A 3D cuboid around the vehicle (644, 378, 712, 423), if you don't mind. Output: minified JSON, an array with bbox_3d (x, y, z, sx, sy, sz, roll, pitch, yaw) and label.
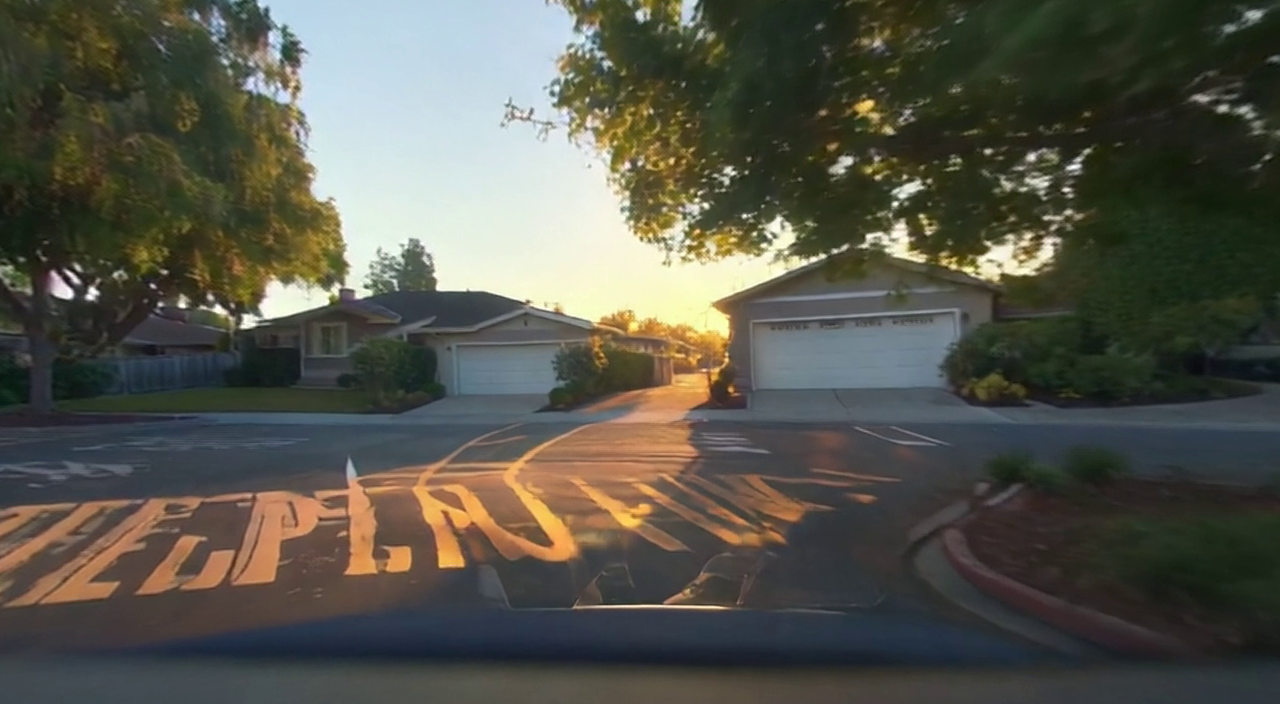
[{"bbox_3d":[1.284,1.873,23.370,1.860,1.477,4.629,1,-7,-5],"label":"vehicle"}]
